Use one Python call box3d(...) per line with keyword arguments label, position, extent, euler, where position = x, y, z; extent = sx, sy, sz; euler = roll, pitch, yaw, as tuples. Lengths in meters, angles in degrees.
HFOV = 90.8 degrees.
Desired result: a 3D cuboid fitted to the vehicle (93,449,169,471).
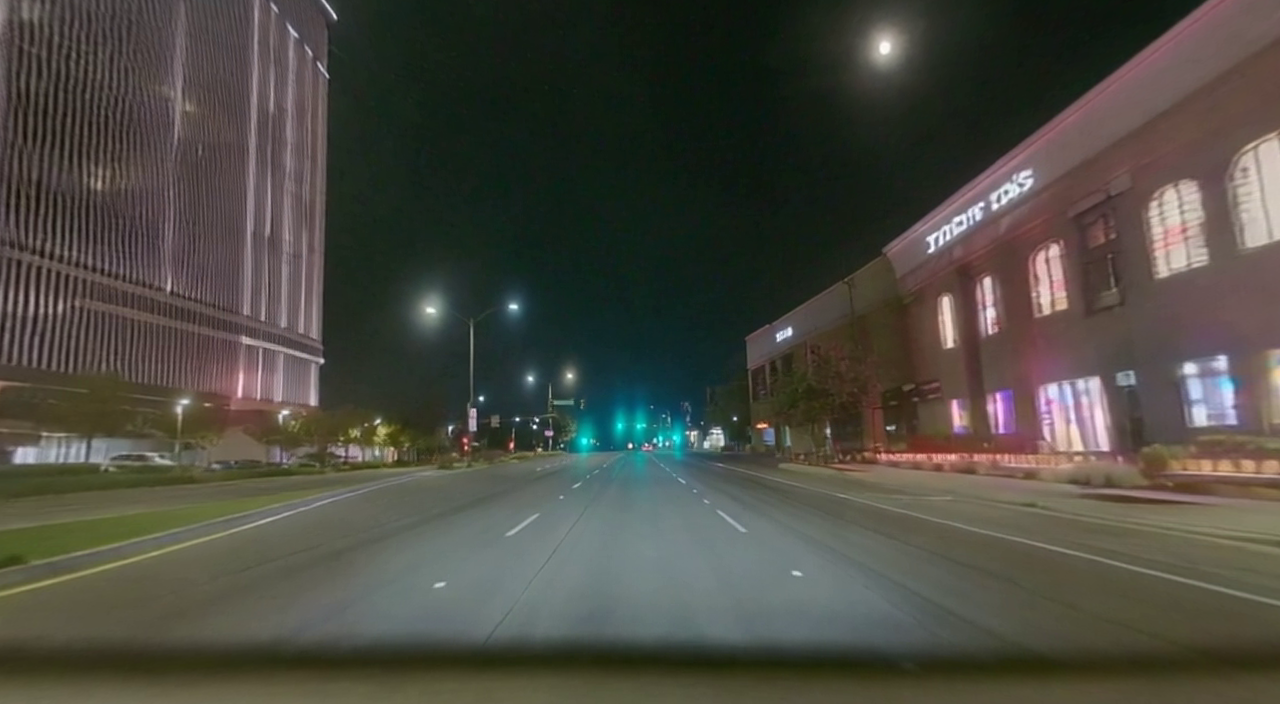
box3d(label="vehicle", position=(-34.499, 7.325, 42.866), extent=(3.557, 1.432, 1.774), euler=(0, -8, 0))
